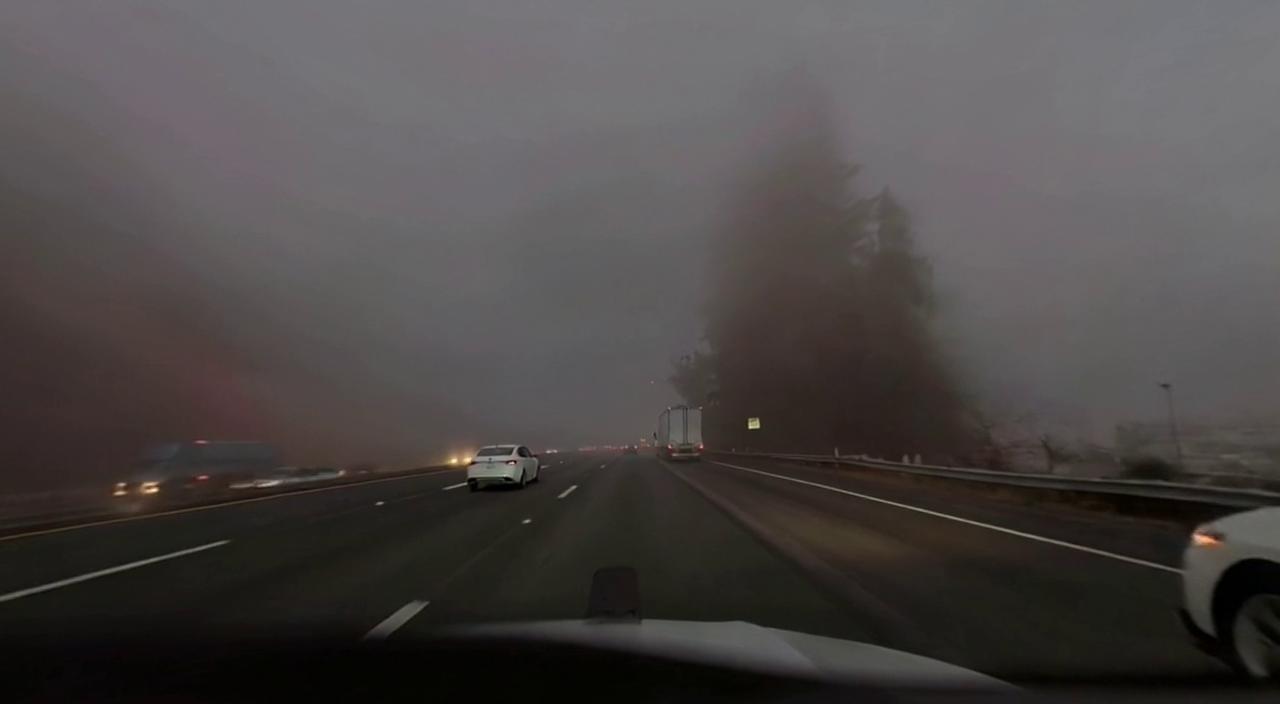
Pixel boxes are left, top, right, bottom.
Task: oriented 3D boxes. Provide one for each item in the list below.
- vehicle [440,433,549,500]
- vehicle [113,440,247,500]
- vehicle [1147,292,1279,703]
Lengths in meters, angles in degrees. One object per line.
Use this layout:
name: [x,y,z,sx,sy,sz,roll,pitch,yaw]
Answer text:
vehicle: [-3.873,3.114,17.696,1.903,1.607,4.770,0,-8,0]
vehicle: [-33.034,8.419,46.025,2.948,3.897,8.777,0,-8,0]
vehicle: [3.382,0.413,0.563,2.065,1.760,4.488,0,-8,0]
